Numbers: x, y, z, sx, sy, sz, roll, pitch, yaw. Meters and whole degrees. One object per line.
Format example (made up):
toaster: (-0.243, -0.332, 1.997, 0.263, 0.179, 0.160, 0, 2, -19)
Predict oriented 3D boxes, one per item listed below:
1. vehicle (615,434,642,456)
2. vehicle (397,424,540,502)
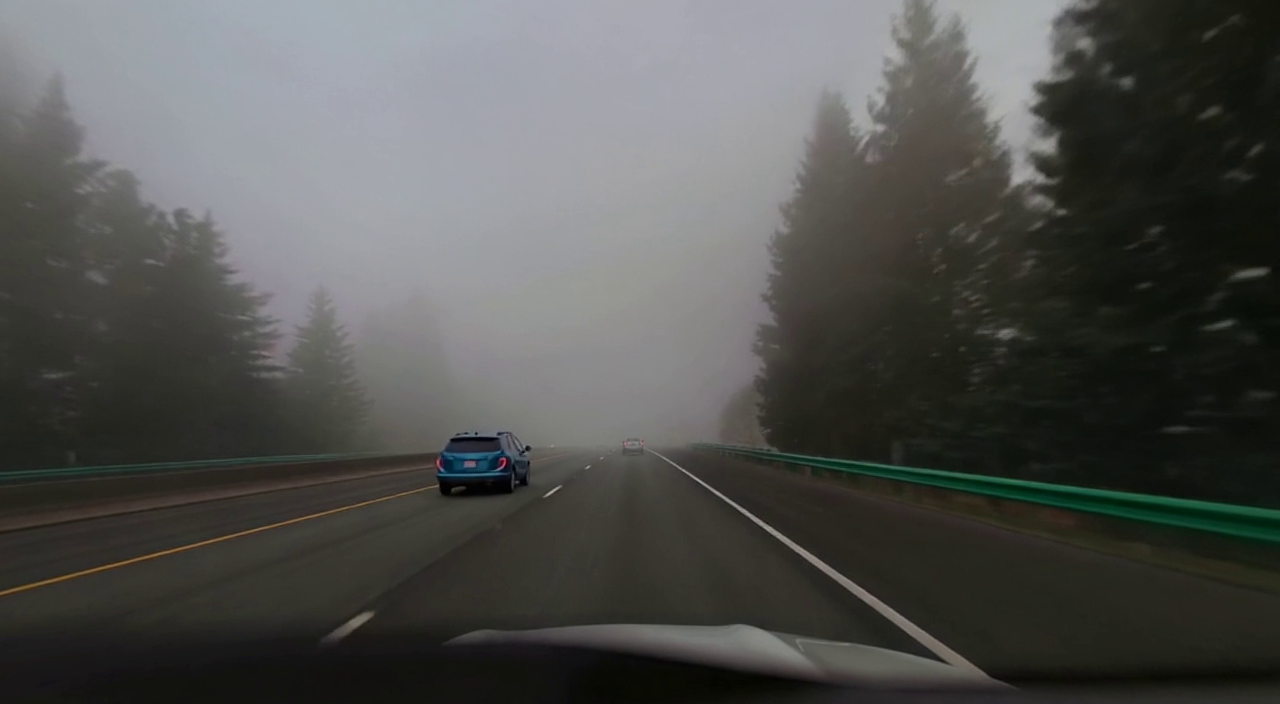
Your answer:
vehicle: (-0.827, 6.484, 44.111, 1.836, 1.450, 3.519, 0, -8, -1)
vehicle: (-3.784, 2.518, 14.916, 2.072, 1.545, 4.767, 0, -8, 0)
